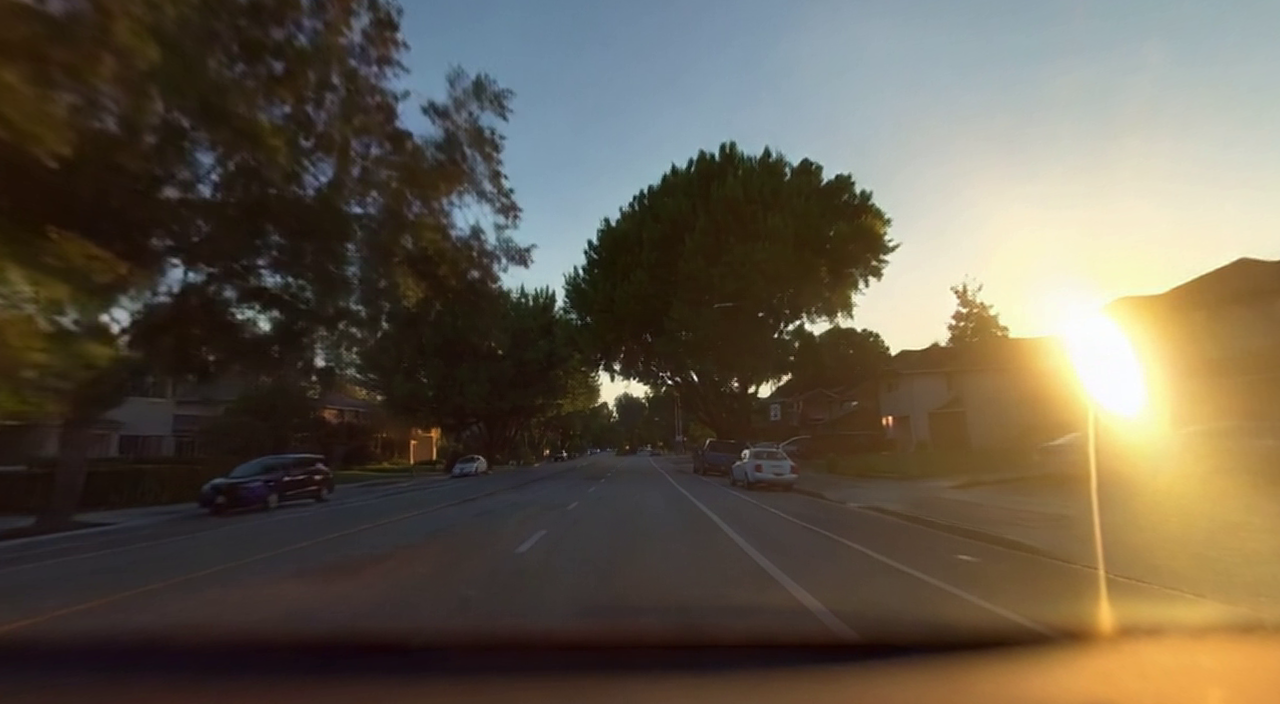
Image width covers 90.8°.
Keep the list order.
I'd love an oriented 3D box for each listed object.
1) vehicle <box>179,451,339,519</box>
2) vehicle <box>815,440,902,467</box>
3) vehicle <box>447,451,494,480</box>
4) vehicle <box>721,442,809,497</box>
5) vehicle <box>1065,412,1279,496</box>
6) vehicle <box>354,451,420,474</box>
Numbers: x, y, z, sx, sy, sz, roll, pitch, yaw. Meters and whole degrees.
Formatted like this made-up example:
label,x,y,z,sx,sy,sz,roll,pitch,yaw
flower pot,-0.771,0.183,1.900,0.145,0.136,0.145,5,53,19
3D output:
label,x,y,z,sx,sy,sz,roll,pitch,yaw
vehicle,-10.953,3.799,18.631,2.091,1.717,4.392,0,-9,-3
vehicle,12.422,5.797,36.088,4.285,1.434,1.740,0,-9,0
vehicle,-10.909,7.367,40.997,1.964,1.667,4.217,-3,-10,-2
vehicle,4.059,3.891,21.306,2.007,1.657,4.362,0,-9,-1
vehicle,12.224,2.209,13.816,4.364,1.677,2.006,0,-9,0
vehicle,-19.949,8.706,49.959,4.359,1.727,2.029,0,-9,-2
